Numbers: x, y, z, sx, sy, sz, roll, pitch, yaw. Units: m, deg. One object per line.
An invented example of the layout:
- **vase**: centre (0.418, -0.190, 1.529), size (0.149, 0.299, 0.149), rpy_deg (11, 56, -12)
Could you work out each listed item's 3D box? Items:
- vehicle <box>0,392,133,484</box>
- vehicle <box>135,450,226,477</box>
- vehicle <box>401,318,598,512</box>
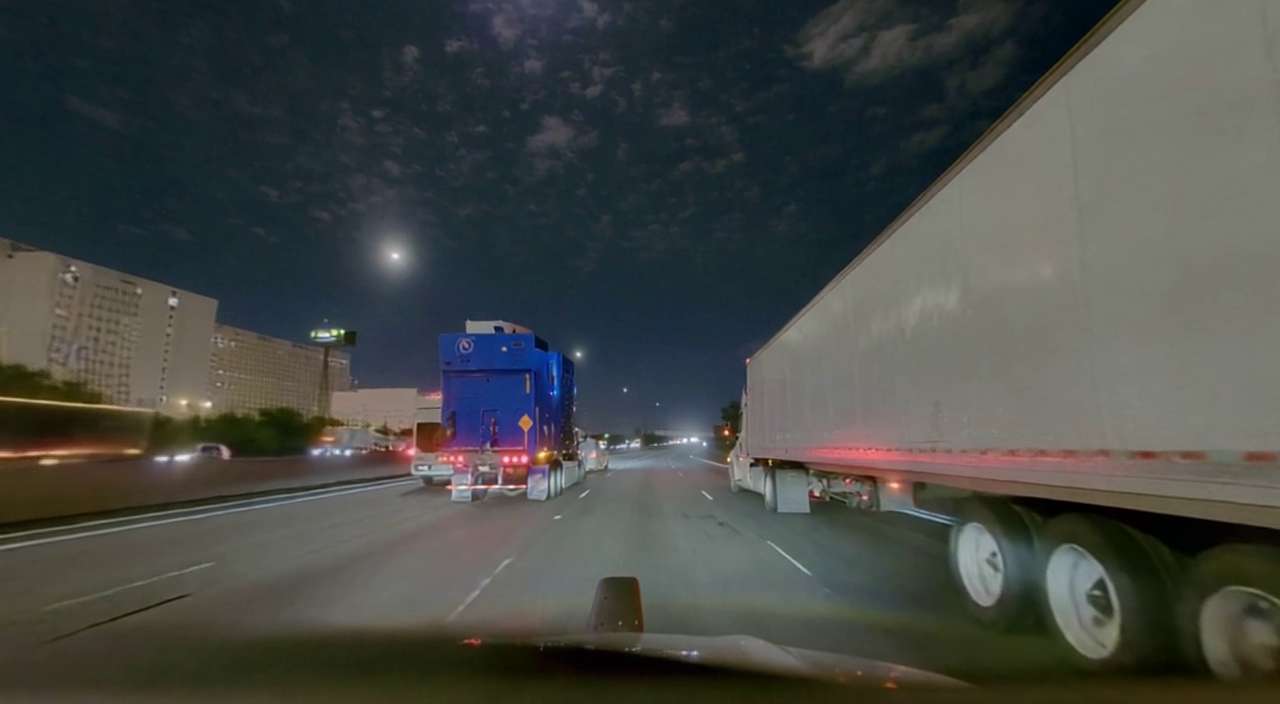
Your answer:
- **vehicle**: centre (-30.851, 3.764, 27.635), size (3.319, 4.166, 16.790), rpy_deg (0, -8, 1)
- **vehicle**: centre (-27.175, 6.575, 37.560), size (1.842, 1.471, 4.699), rpy_deg (0, -8, 0)
- **vehicle**: centre (-3.514, 2.491, 21.584), size (2.939, 4.132, 16.303), rpy_deg (0, -8, 0)
